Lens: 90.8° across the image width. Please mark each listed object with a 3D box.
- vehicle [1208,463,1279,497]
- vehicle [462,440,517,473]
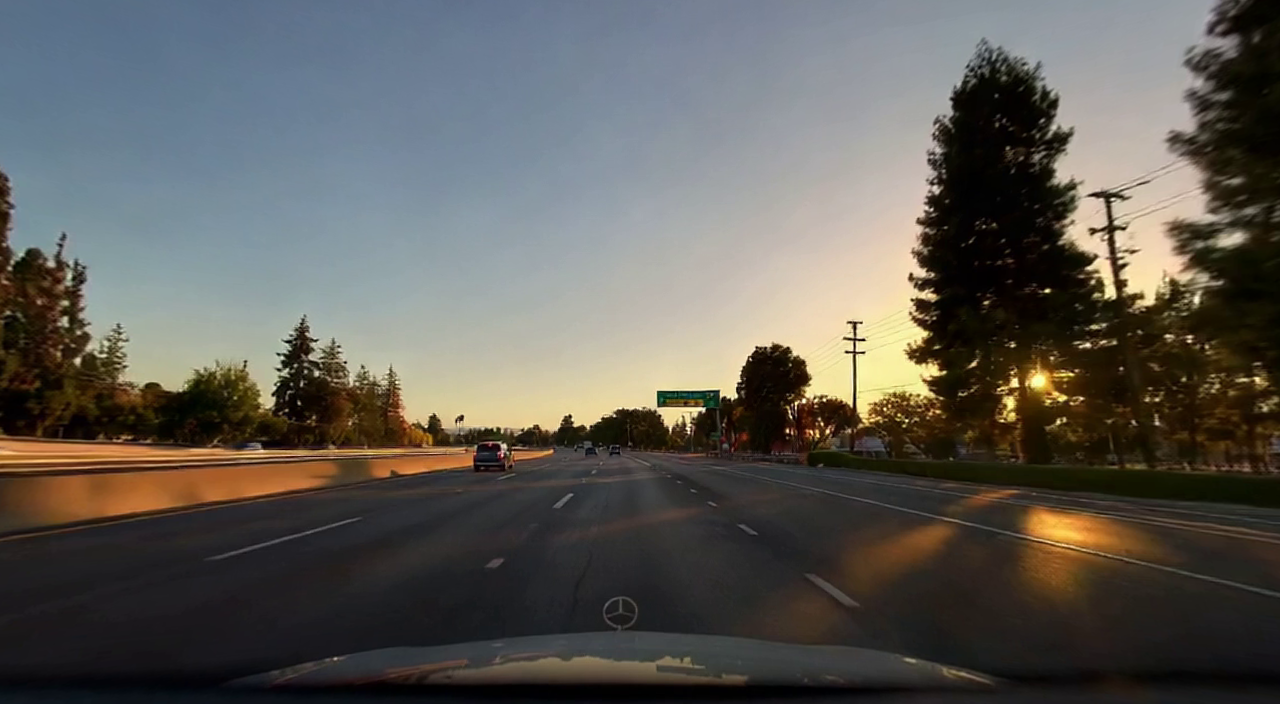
[{"bbox_3d":[40.521,8.218,40.643,2.161,1.950,5.677,1,-9,-8],"label":"vehicle"},{"bbox_3d":[-8.263,5.766,35.056,2.053,1.682,4.423,0,-8,-1],"label":"vehicle"}]
